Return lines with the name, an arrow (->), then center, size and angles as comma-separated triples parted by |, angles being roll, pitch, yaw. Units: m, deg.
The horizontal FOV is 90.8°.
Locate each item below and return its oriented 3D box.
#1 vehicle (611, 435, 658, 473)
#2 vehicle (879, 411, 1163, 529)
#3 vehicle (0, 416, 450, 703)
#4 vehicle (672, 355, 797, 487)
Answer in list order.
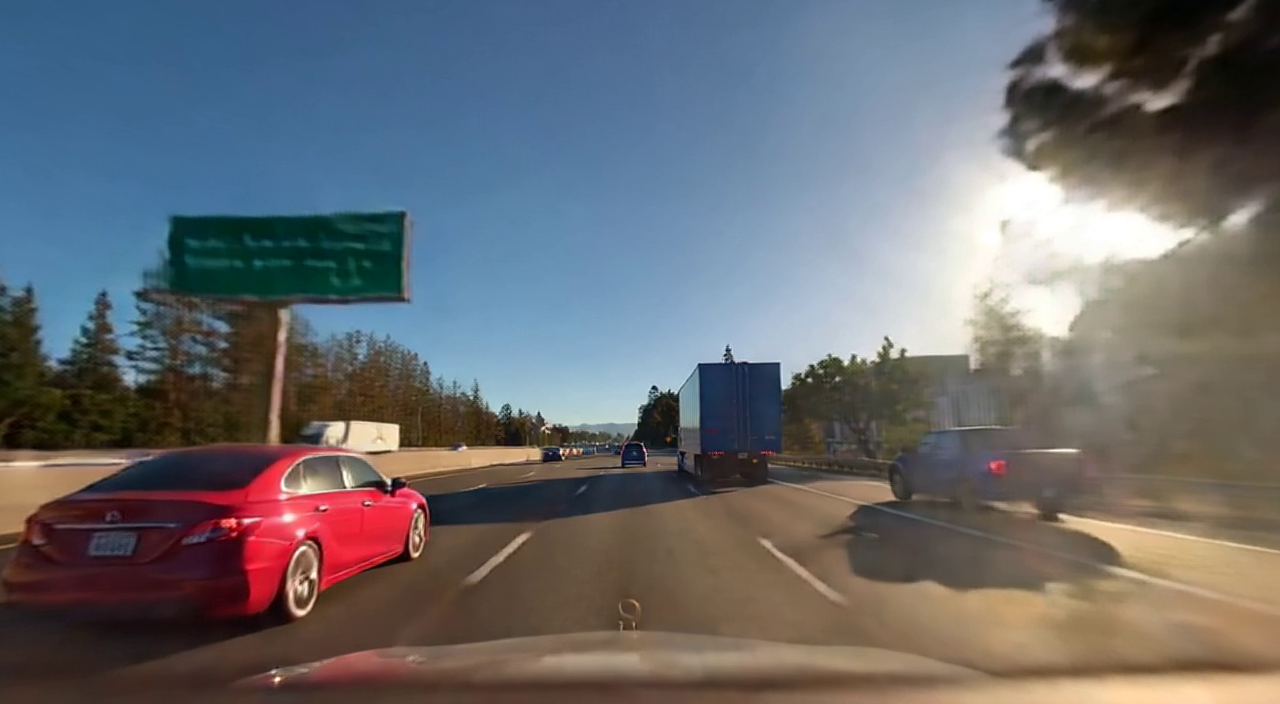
vehicle -> -0.297, 5.199, 32.366 | 2.203, 1.805, 4.358 | 0, -9, -1
vehicle -> 6.877, 2.229, 12.454 | 2.106, 1.795, 5.489 | 0, -9, -1
vehicle -> -3.140, 1.333, 4.988 | 1.864, 1.406, 4.544 | 0, -9, 0
vehicle -> 3.306, 3.270, 27.193 | 2.876, 4.086, 15.117 | 0, -9, -1
